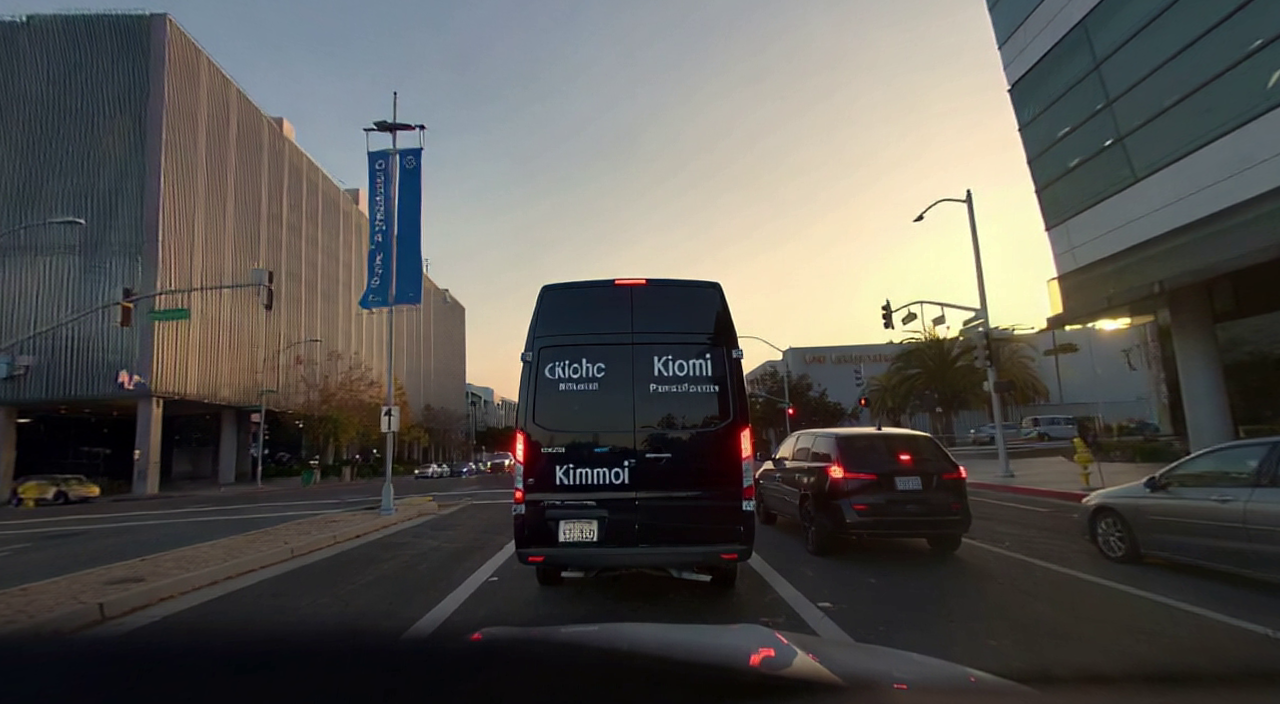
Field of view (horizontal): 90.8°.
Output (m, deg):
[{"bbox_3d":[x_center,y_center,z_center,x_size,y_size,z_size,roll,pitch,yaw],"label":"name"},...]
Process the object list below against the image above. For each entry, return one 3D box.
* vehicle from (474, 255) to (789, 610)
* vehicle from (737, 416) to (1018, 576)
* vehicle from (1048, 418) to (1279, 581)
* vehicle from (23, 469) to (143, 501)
[{"bbox_3d":[-0.037,1.174,9.088,2.613,3.035,7.342,0,-8,1],"label":"vehicle"},{"bbox_3d":[2.882,1.864,9.041,2.183,1.676,4.506,0,-8,-1],"label":"vehicle"},{"bbox_3d":[7.525,1.589,7.006,1.963,1.669,4.678,3,-9,-20],"label":"vehicle"},{"bbox_3d":[-31.099,7.433,35.396,4.806,1.652,1.869,0,-8,-2],"label":"vehicle"}]
